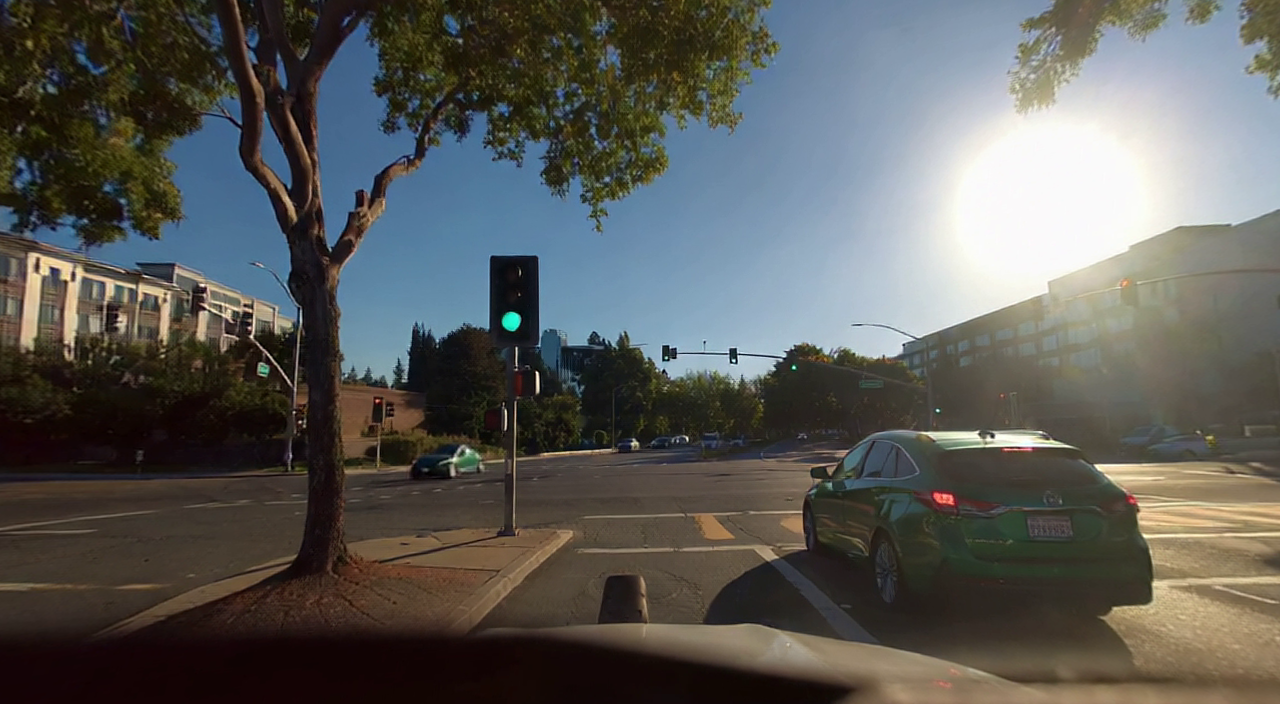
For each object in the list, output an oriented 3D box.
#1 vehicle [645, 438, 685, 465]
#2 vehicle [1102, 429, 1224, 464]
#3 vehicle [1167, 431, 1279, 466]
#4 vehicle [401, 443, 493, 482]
[{"bbox_3d":[1.760,6.773,43.252,2.197,1.739,4.177,-2,-8,10],"label":"vehicle"},{"bbox_3d":[25.927,4.680,31.355,4.441,1.674,2.035,1,-8,-8],"label":"vehicle"},{"bbox_3d":[26.302,4.238,27.875,4.644,1.470,1.922,1,-8,-10],"label":"vehicle"},{"bbox_3d":[-7.948,4.589,26.524,2.002,1.483,4.696,-1,-8,6],"label":"vehicle"}]
